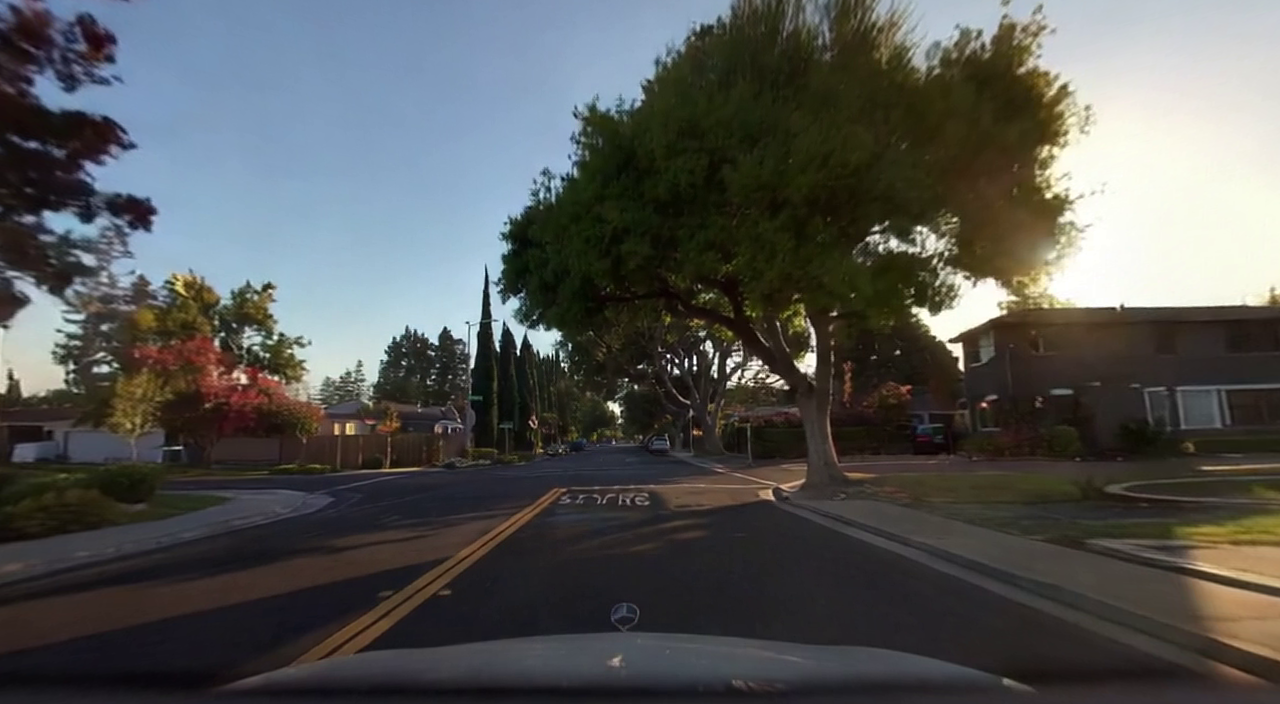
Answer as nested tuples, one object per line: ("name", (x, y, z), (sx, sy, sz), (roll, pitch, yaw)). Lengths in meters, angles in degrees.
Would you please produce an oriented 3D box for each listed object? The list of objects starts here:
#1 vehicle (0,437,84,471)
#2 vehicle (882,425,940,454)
("vehicle", (-37.041, 6.176, 38.426), (2.016, 1.908, 4.814), (0, -8, 0))
("vehicle", (18.404, 5.921, 43.153), (2.001, 1.750, 4.673), (0, -6, 2))
